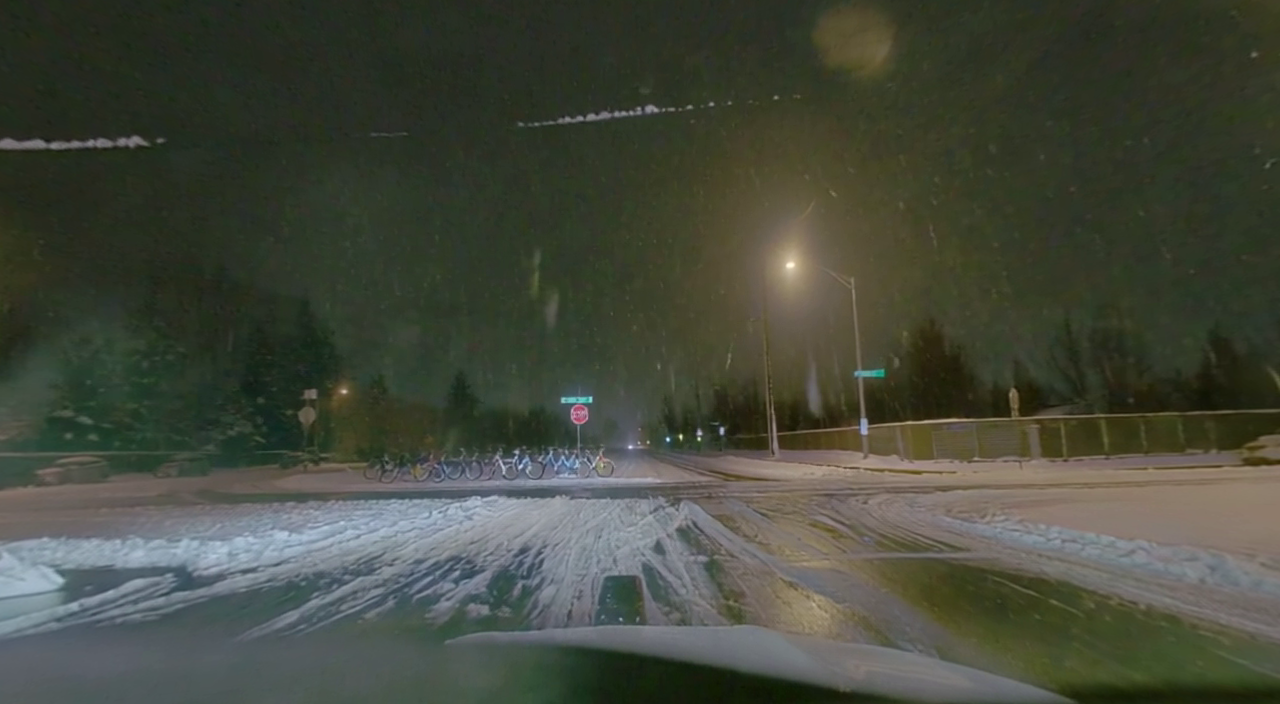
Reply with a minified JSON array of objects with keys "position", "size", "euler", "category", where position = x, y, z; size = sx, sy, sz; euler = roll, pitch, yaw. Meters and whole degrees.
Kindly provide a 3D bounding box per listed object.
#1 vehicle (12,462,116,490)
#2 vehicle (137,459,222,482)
[{"position":[-34.103,7.343,37.468],"size":[4.210,1.528,1.932],"euler":[0,-9,0],"category":"vehicle"},{"position":[-33.654,8.641,46.271],"size":[4.569,1.558,1.903],"euler":[1,-9,-5],"category":"vehicle"}]
